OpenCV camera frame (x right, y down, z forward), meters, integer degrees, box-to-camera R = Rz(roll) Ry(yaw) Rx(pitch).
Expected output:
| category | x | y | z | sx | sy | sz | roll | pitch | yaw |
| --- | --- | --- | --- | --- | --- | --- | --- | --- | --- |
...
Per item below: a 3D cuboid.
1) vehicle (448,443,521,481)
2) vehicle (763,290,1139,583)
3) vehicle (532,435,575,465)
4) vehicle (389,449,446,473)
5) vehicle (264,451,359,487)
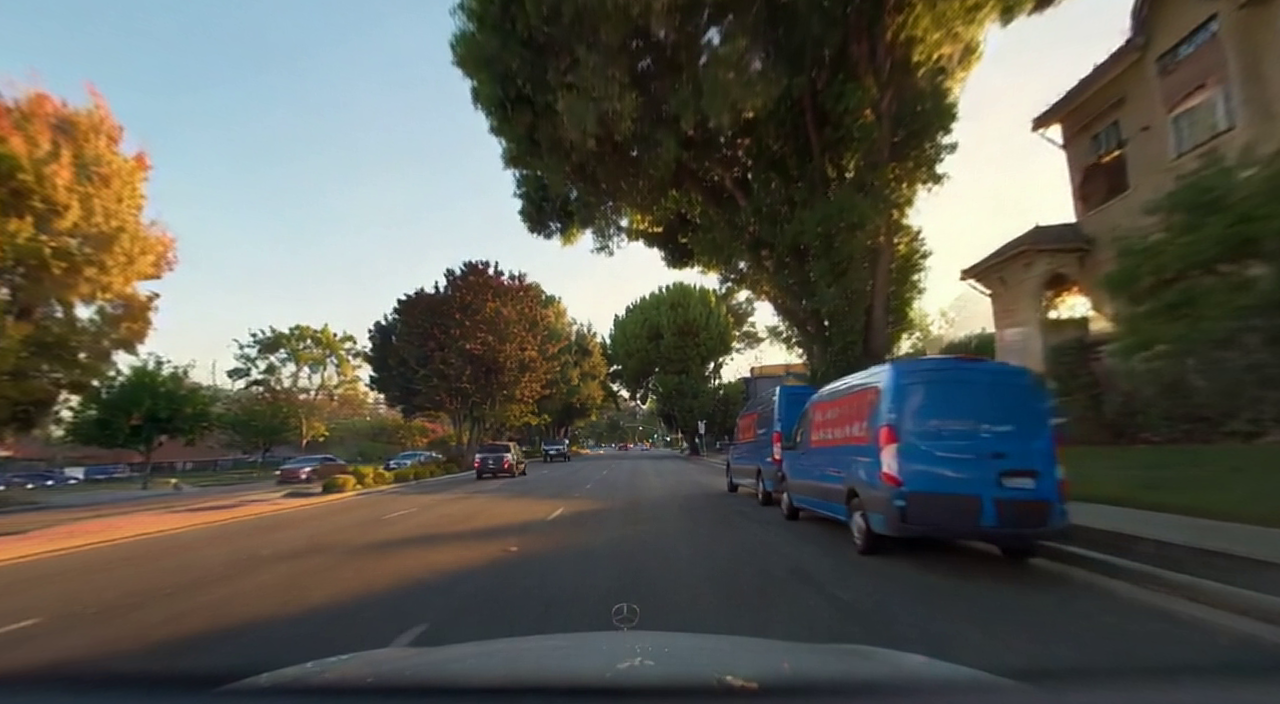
| category | x | y | z | sx | sy | sz | roll | pitch | yaw |
| --- | --- | --- | --- | --- | --- | --- | --- | --- | --- |
| vehicle | -6.546 | 4.685 | 27.123 | 1.970 | 1.456 | 4.441 | 0 | -9 | 1 |
| vehicle | 3.626 | 1.185 | 8.902 | 2.791 | 3.026 | 4.668 | 0 | -9 | 0 |
| vehicle | -6.299 | 7.280 | 46.979 | 2.332 | 2.039 | 5.678 | 0 | -9 | 1 |
| vehicle | -14.726 | 7.253 | 42.148 | 2.031 | 1.466 | 4.592 | 0 | -9 | 1 |
| vehicle | -14.909 | 5.305 | 28.978 | 1.842 | 1.472 | 4.639 | 0 | -9 | 0 |
